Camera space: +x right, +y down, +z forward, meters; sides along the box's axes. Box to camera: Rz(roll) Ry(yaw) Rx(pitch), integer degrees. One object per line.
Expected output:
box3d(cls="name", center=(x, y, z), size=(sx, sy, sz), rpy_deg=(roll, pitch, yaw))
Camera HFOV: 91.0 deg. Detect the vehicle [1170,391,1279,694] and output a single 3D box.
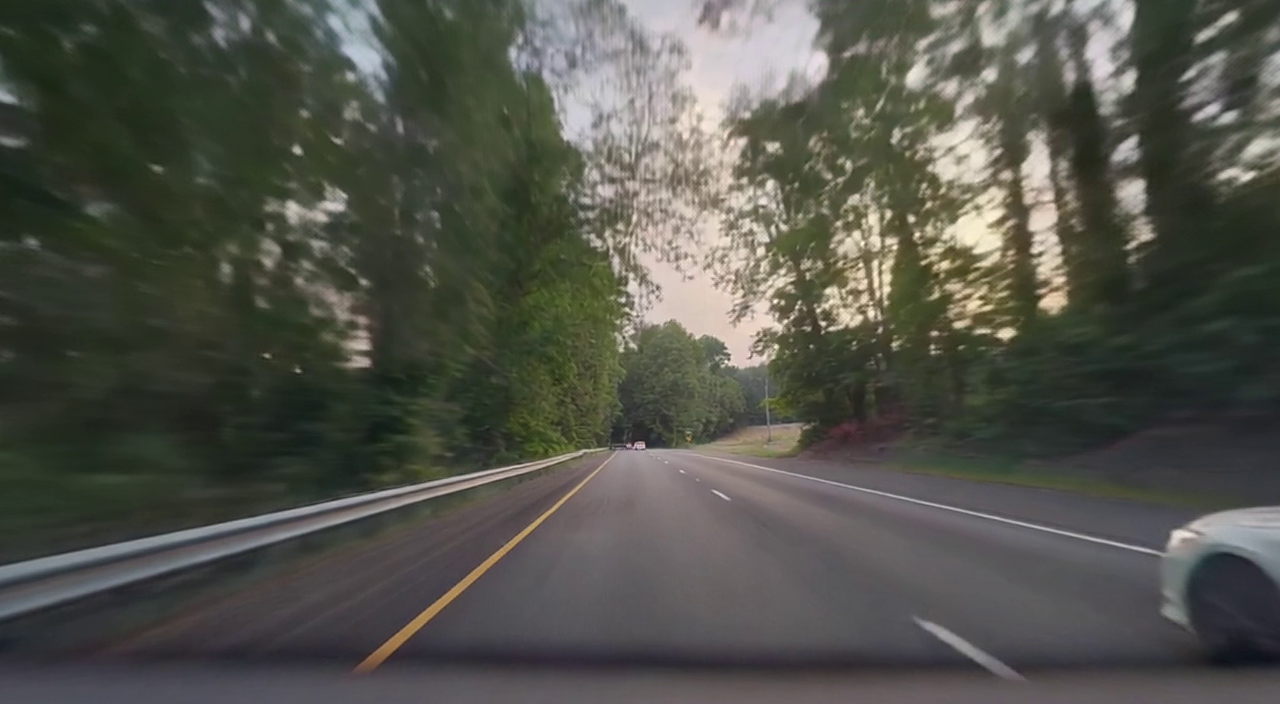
box3d(cls="vehicle", center=(4.230, 0.707, 1.406), size=(1.905, 1.525, 4.719), rpy_deg=(0, -8, -1))
